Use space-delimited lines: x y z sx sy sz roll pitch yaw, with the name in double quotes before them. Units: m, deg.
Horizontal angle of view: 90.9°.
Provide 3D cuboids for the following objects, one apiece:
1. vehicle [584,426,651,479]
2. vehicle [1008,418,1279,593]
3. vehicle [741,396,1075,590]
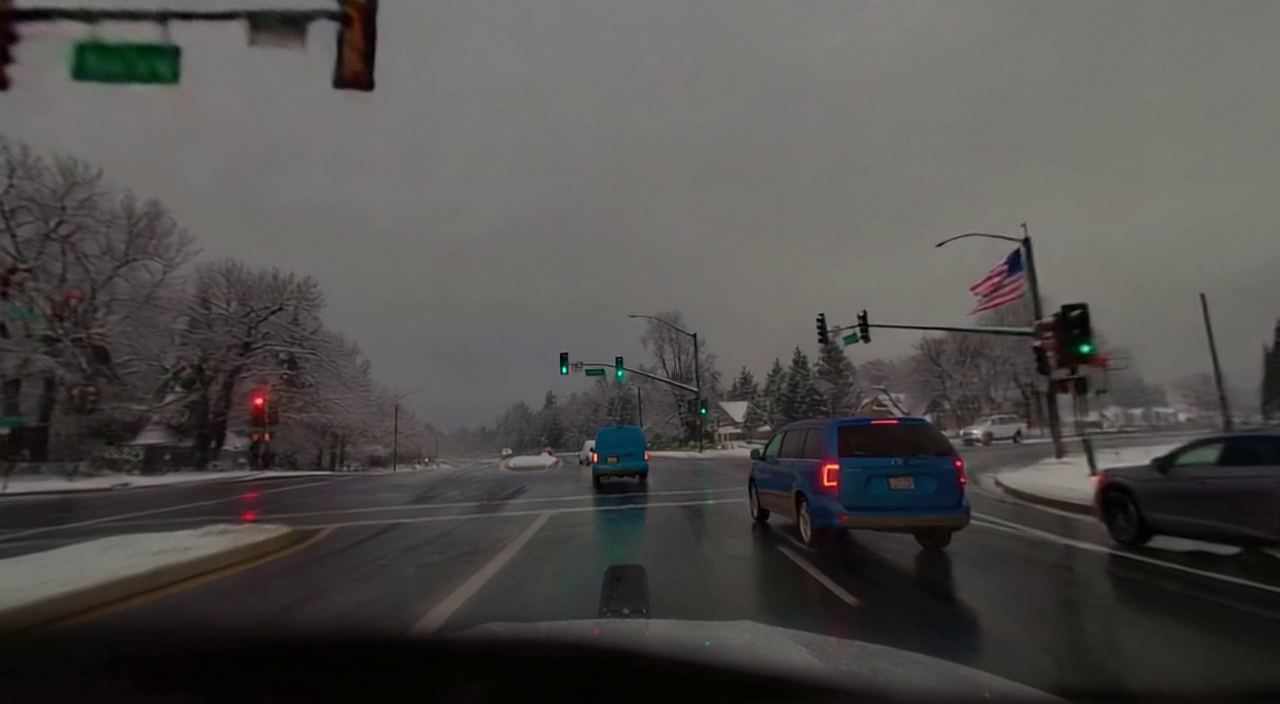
"vehicle" -0.981 3.822 24.213 2.185 1.822 4.583 0 -8 -6
"vehicle" 6.512 1.507 6.792 2.124 1.474 4.880 0 -8 0
"vehicle" 2.753 1.575 7.942 2.024 1.686 4.588 0 -8 -2
